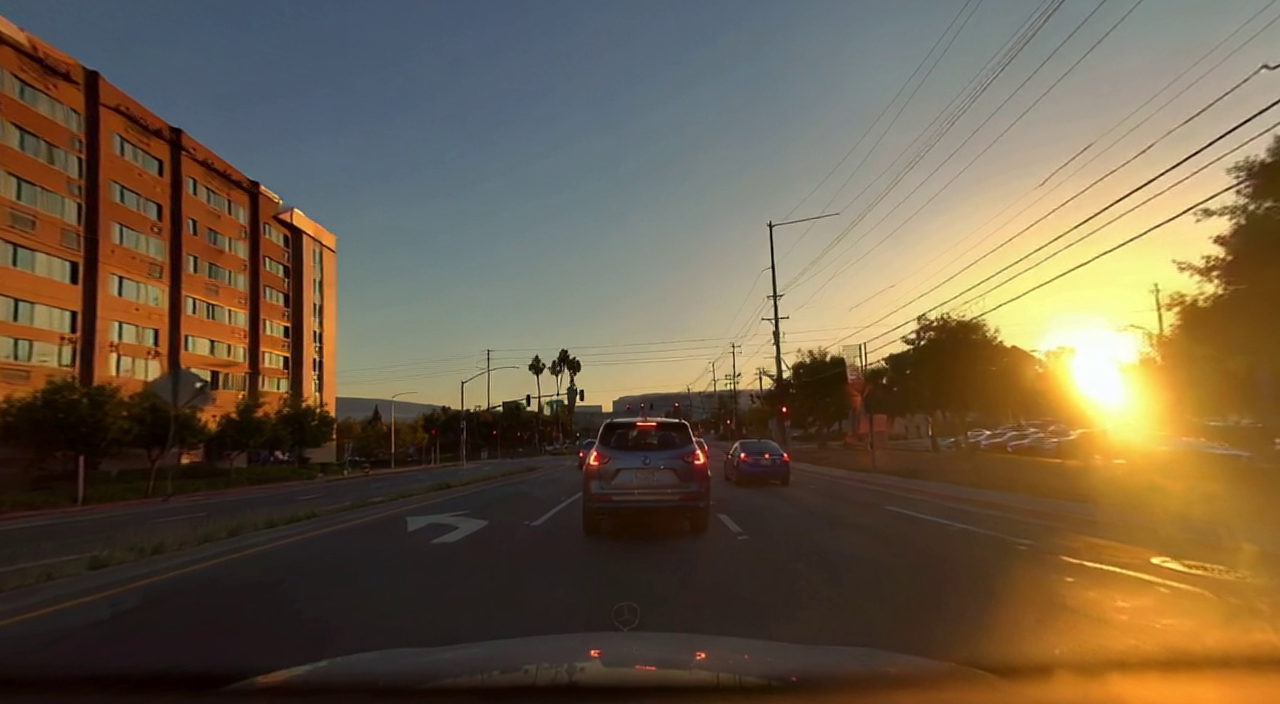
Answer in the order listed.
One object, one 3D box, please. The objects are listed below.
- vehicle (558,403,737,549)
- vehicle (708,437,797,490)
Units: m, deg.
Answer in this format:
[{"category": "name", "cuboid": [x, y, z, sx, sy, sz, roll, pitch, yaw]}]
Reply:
[{"category": "vehicle", "cuboid": [0.096, 1.852, 10.011, 2.189, 1.776, 4.342, 0, -9, 0]}, {"category": "vehicle", "cuboid": [3.394, 3.481, 20.035, 1.990, 1.482, 4.575, 0, -9, 0]}]
